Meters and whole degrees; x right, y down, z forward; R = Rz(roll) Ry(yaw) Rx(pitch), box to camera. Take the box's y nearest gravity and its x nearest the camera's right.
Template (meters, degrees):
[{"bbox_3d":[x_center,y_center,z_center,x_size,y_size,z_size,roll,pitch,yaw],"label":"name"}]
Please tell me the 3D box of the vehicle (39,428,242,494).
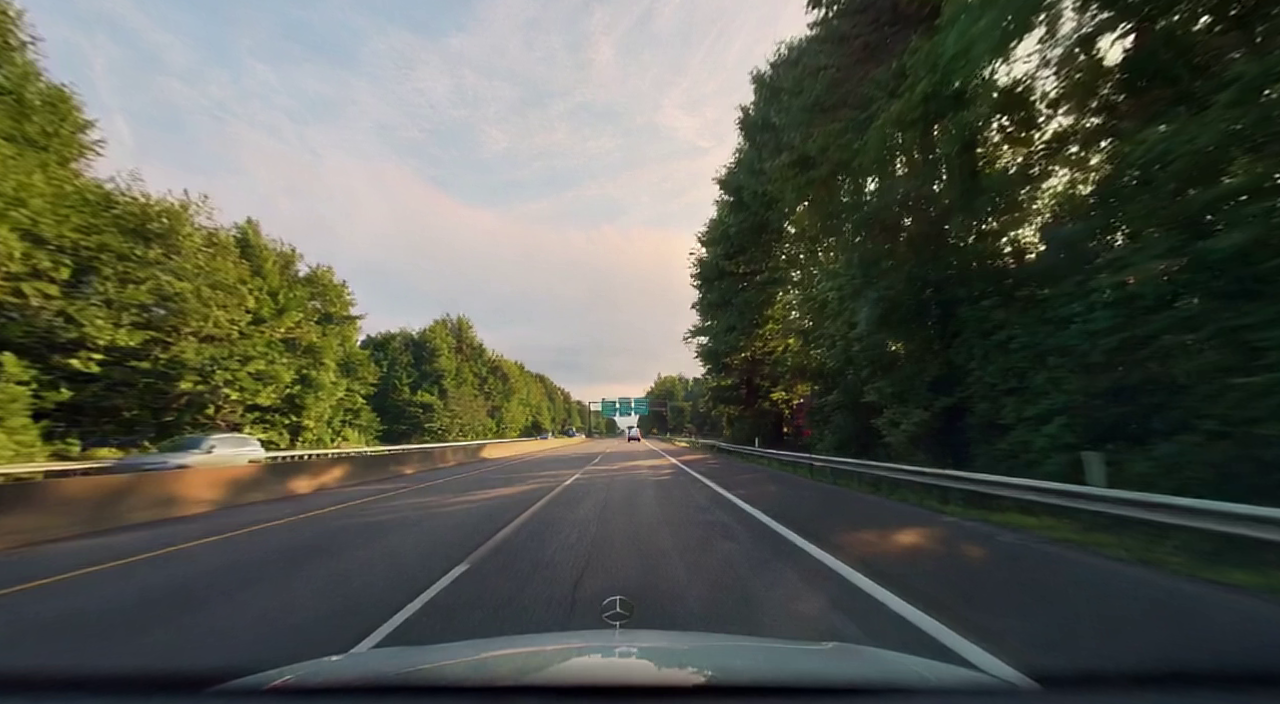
[{"bbox_3d":[-12.747,2.776,16.514,1.906,1.483,4.216,0,-8,-1],"label":"vehicle"}]
